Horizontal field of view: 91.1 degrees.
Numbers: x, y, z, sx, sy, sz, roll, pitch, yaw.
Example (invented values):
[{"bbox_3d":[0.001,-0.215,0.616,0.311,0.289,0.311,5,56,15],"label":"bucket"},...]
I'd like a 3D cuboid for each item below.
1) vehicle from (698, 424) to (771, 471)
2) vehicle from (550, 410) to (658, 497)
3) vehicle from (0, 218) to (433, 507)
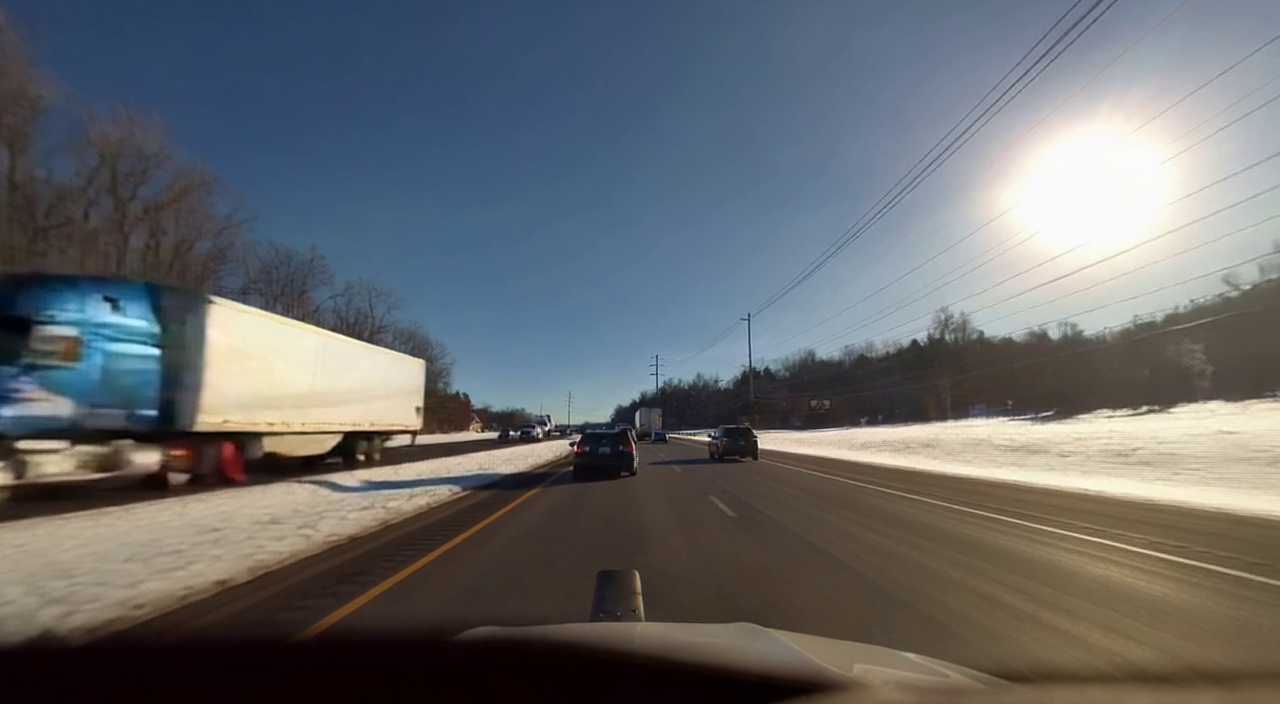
[{"bbox_3d":[3.431,3.539,23.550,2.062,1.581,3.914,0,-8,-1],"label":"vehicle"},{"bbox_3d":[-0.740,2.276,14.521,2.134,1.710,4.049,0,-7,-1],"label":"vehicle"},{"bbox_3d":[-8.929,1.019,15.713,2.975,4.091,13.887,0,-8,-1],"label":"vehicle"}]
